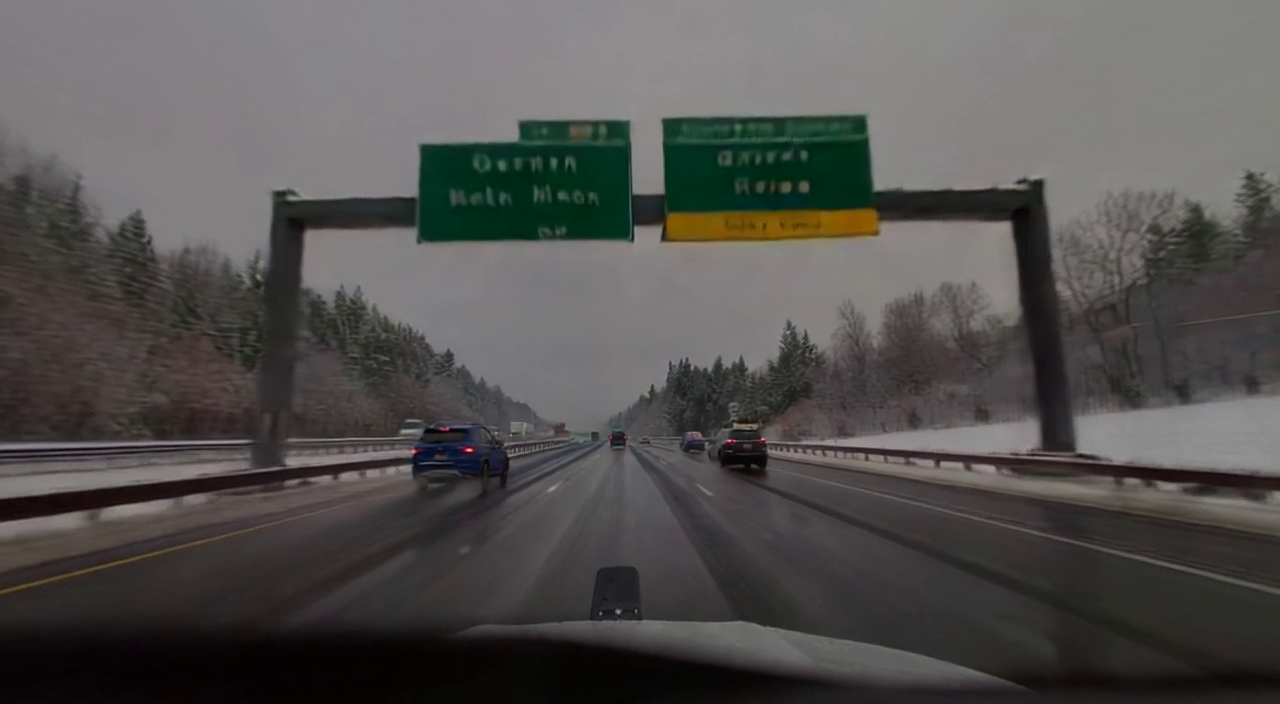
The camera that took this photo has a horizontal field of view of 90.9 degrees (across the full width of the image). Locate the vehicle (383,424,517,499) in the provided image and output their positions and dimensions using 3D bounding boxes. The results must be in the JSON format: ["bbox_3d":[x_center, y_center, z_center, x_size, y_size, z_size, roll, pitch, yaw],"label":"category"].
[{"bbox_3d":[-4.454,2.599,15.501,2.100,1.590,4.077,0,-7,-1],"label":"vehicle"}]

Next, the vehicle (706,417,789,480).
[{"bbox_3d":[3.477,3.155,20.938,1.976,1.905,3.263,0,-7,-4],"label":"vehicle"}]

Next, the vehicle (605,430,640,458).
[{"bbox_3d":[-1.193,5.902,40.744,2.159,1.690,3.720,0,-7,-3],"label":"vehicle"}]
